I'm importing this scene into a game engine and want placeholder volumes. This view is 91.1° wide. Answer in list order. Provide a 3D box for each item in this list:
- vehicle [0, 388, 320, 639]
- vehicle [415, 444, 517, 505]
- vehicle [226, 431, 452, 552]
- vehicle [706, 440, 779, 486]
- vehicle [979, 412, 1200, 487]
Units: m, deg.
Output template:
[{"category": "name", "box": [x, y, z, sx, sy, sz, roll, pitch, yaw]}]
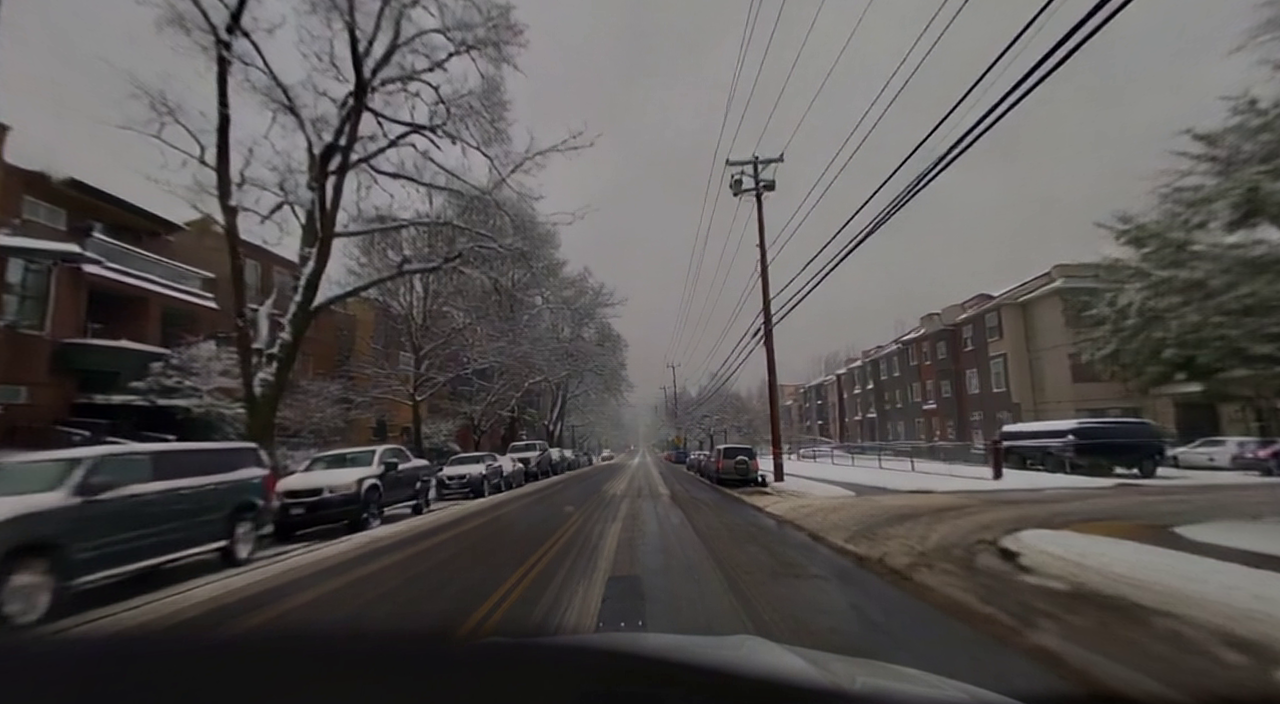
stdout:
[{"category": "vehicle", "box": [-6.213, 1.746, 7.215, 2.120, 1.989, 5.616, -3, -10, 0]}, {"category": "vehicle", "box": [-6.045, 4.283, 22.529, 2.247, 1.698, 4.944, -3, -7, 0]}, {"category": "vehicle", "box": [-6.125, 2.814, 13.865, 2.063, 1.936, 5.919, -4, -8, 0]}, {"category": "vehicle", "box": [4.106, 4.540, 25.972, 2.328, 1.730, 4.225, 0, -8, 0]}, {"category": "vehicle", "box": [14.042, 3.151, 20.488, 2.229, 2.040, 6.832, 0, -8, 1]}]
